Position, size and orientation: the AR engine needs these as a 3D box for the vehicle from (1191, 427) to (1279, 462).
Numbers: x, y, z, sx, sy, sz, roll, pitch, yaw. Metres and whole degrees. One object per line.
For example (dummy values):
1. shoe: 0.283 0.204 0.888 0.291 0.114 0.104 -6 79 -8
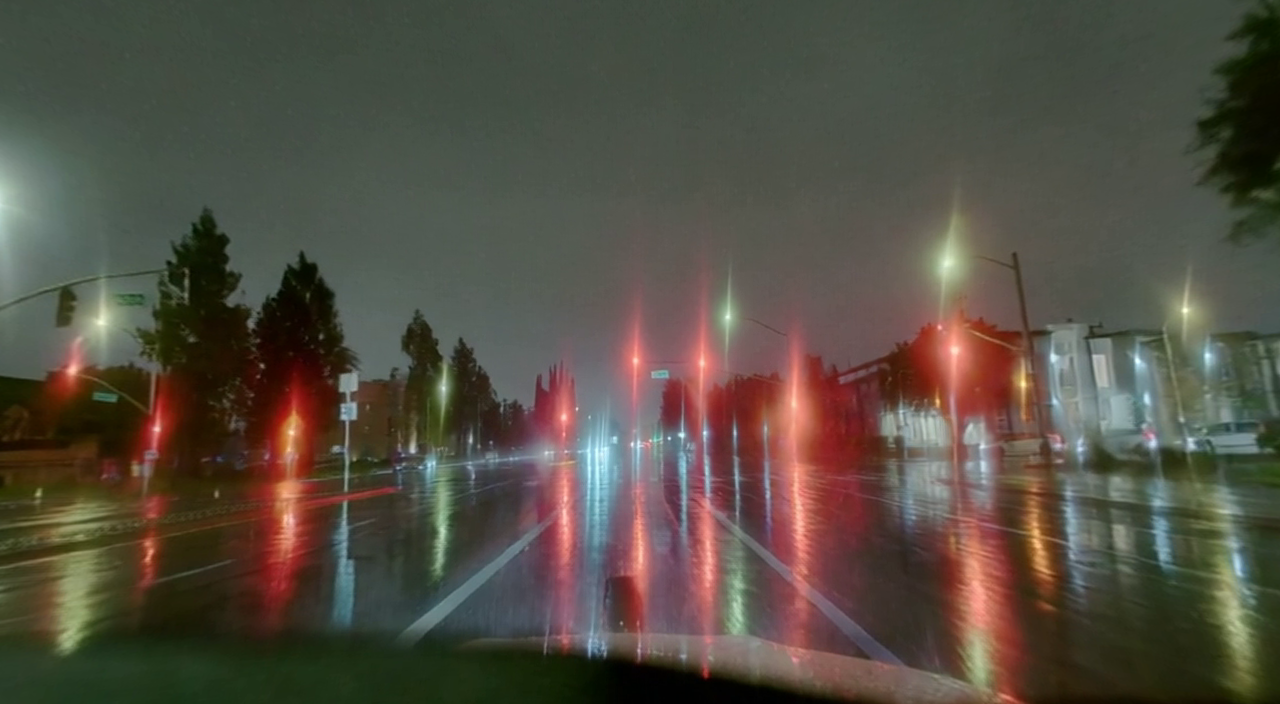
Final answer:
1. vehicle: 27.076 4.012 27.456 4.461 1.455 1.909 0 -8 -3

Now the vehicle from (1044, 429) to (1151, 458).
1. vehicle: 27.282 5.497 37.795 4.910 1.644 2.032 0 -9 -4

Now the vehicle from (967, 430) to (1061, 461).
1. vehicle: 22.040 5.498 37.322 4.323 1.746 1.872 0 -9 -3
